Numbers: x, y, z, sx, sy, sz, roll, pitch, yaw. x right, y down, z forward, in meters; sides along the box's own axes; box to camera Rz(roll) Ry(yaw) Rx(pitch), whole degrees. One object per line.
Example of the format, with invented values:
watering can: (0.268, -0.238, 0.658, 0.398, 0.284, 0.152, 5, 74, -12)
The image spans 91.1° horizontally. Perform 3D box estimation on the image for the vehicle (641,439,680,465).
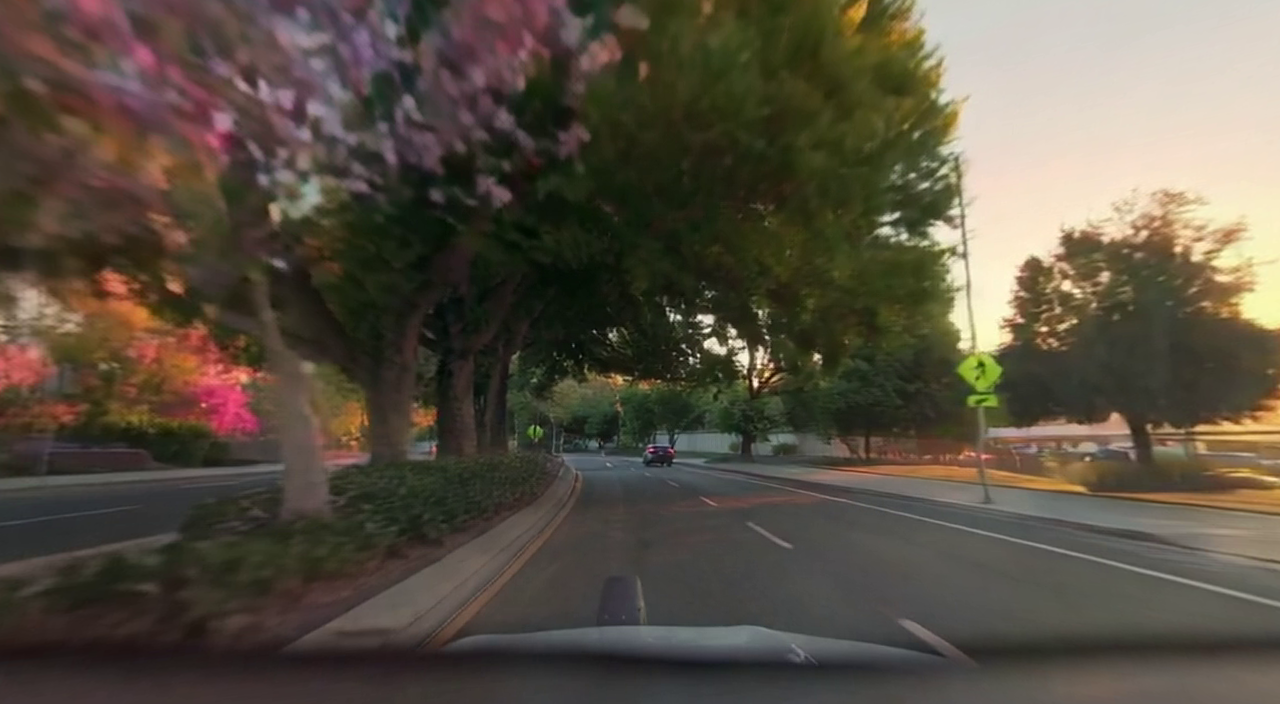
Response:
vehicle: (1.489, 7.522, 47.489, 2.166, 1.828, 4.607, 1, -9, -9)
